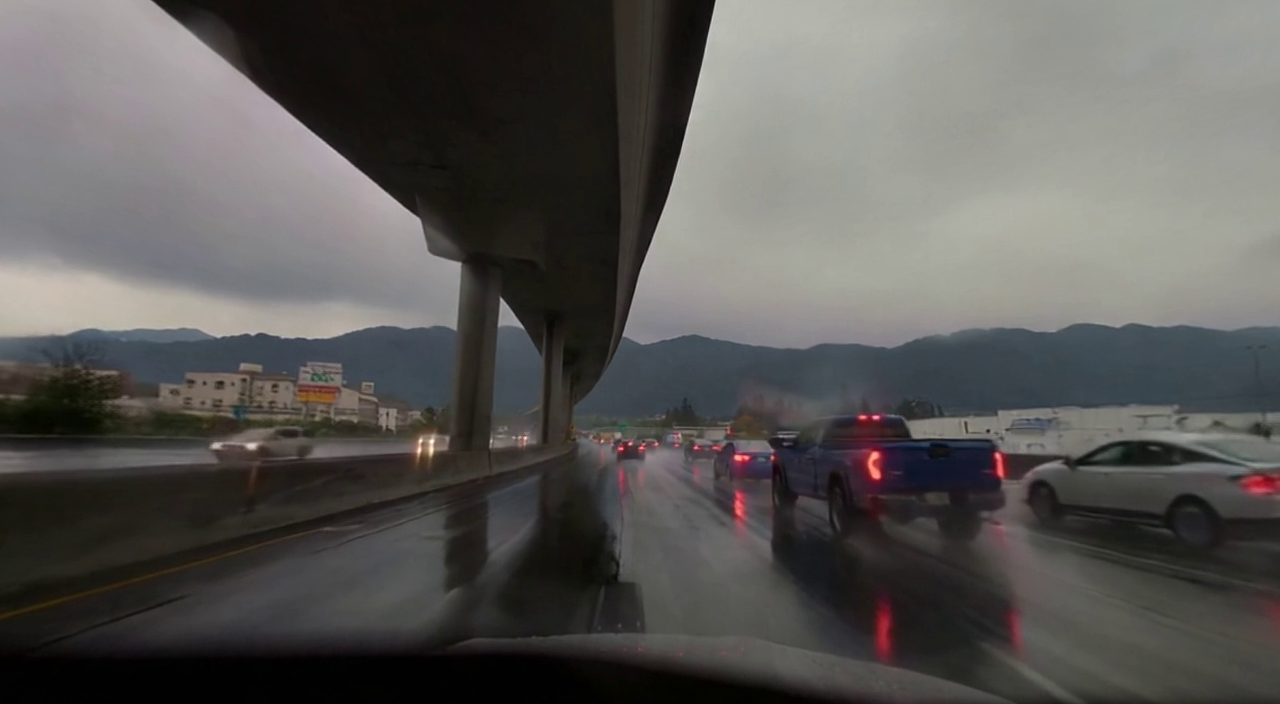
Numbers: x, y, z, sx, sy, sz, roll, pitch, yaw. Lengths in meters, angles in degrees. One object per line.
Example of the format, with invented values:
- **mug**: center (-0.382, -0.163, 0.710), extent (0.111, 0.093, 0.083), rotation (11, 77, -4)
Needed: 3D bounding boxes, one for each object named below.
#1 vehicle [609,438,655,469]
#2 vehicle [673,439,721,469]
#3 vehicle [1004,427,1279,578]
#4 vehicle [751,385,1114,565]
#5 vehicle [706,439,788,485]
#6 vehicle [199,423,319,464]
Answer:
- **vehicle**: center (-0.456, 5.396, 33.680), extent (2.266, 1.549, 3.978), rotation (0, -8, -2)
- **vehicle**: center (3.132, 5.740, 35.750), extent (2.057, 1.517, 4.538), rotation (0, -8, -3)
- **vehicle**: center (7.360, 1.834, 8.593), extent (1.960, 1.496, 4.705), rotation (0, -8, -1)
- **vehicle**: center (4.000, 1.927, 10.857), extent (2.747, 2.061, 7.011), rotation (0, -8, -1)
- **vehicle**: center (3.652, 3.862, 22.564), extent (1.923, 1.462, 4.895), rotation (0, -8, -2)
- **vehicle**: center (-15.265, 3.724, 25.706), extent (1.974, 1.493, 4.796), rotation (0, -8, -1)
